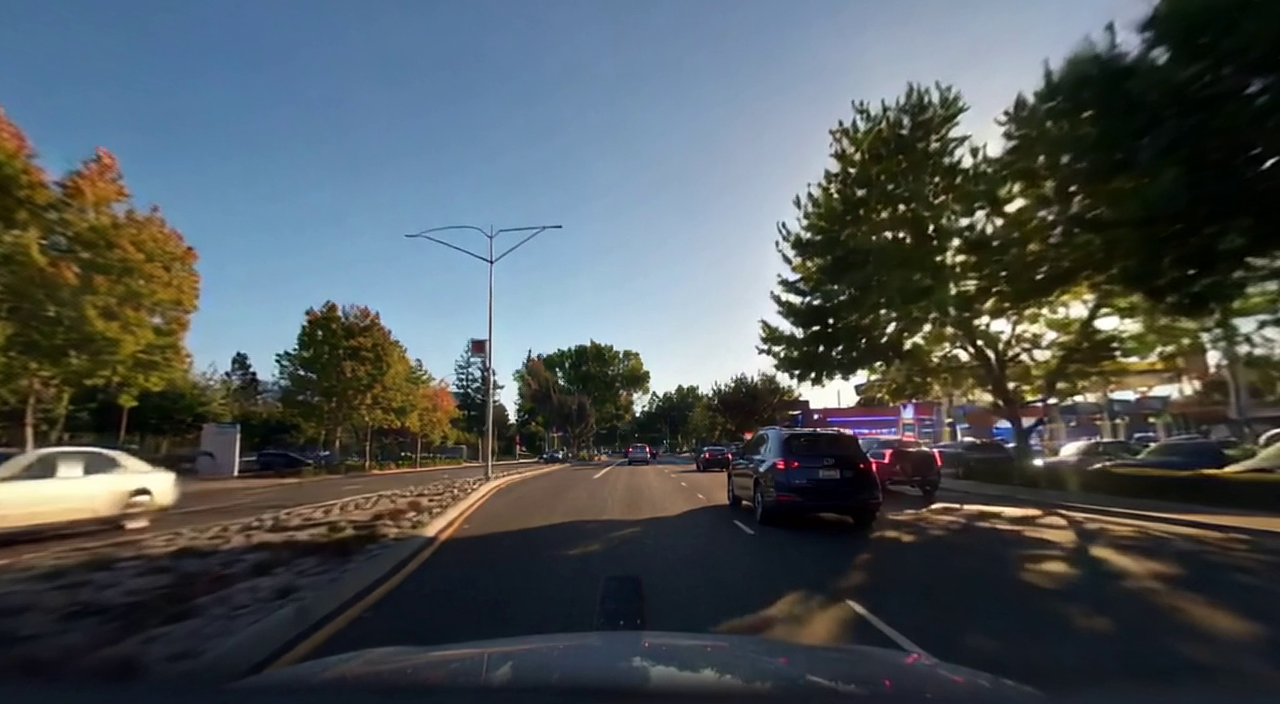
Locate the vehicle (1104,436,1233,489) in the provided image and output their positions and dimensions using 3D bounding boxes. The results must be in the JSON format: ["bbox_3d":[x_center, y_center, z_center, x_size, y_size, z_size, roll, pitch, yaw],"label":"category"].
[{"bbox_3d":[18.296,3.772,21.854,4.049,1.671,1.868,4,-10,-28],"label":"vehicle"}]

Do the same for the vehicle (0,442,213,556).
[{"bbox_3d":[-8.954,2.070,9.417,2.131,1.378,4.391,0,-9,0],"label":"vehicle"}]

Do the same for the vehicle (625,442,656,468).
[{"bbox_3d":[0.036,7.291,44.904,2.101,1.707,3.904,0,-9,0],"label":"vehicle"}]

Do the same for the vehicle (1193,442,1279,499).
[{"bbox_3d":[18.572,3.460,18.795,4.582,1.491,2.032,6,-11,-35],"label":"vehicle"}]

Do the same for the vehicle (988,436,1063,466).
[{"bbox_3d":[23.964,6.185,39.492,1.911,1.714,4.237,-1,-9,0],"label":"vehicle"}]

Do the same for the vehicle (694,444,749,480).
[{"bbox_3d":[3.644,5.024,29.052,1.861,1.478,4.185,0,-9,-1],"label":"vehicle"}]

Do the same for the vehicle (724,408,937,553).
[{"bbox_3d":[2.875,2.099,10.971,2.038,1.917,4.900,0,-9,-2],"label":"vehicle"}]
